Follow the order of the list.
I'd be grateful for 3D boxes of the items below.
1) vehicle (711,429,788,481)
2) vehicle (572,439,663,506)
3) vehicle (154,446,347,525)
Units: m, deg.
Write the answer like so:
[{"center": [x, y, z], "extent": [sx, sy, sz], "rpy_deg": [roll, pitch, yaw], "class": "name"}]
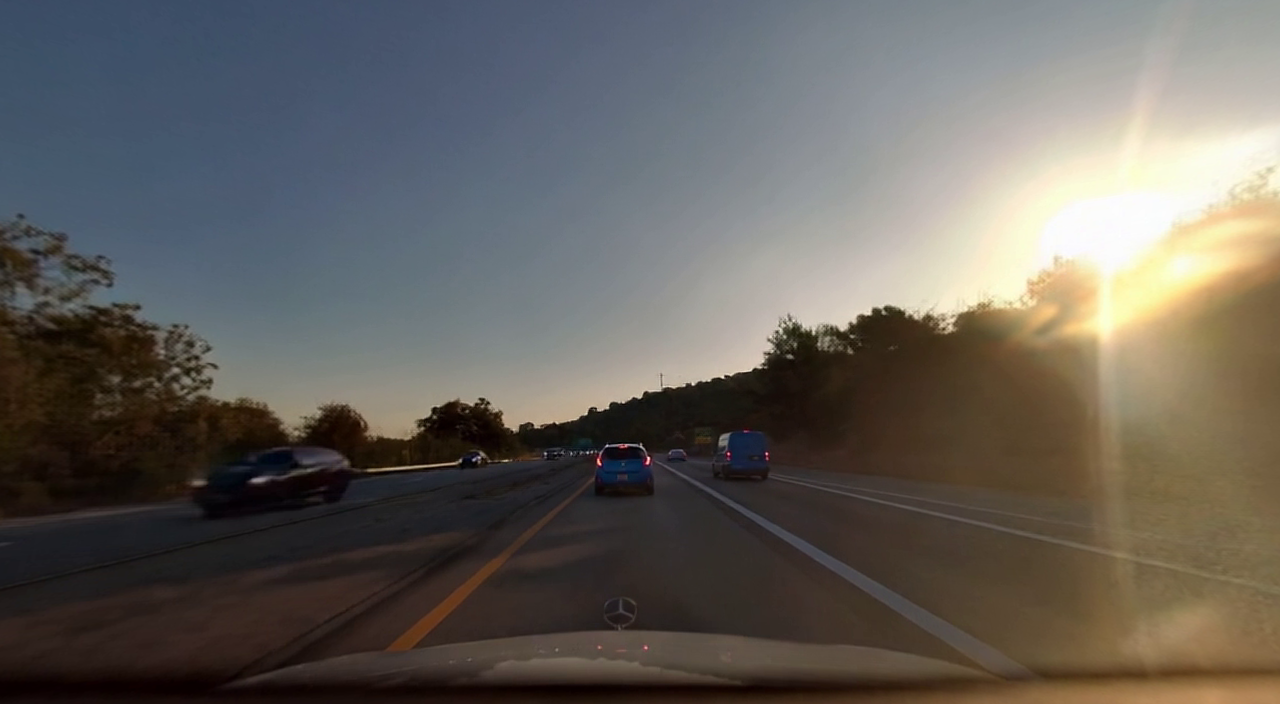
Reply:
[{"center": [4.413, 4.280, 26.168], "extent": [2.261, 1.952, 4.784], "rpy_deg": [0, -9, -1], "class": "vehicle"}, {"center": [-0.516, 3.011, 16.030], "extent": [2.029, 1.483, 3.769], "rpy_deg": [0, -9, 0], "class": "vehicle"}, {"center": [-8.798, 3.004, 14.685], "extent": [1.851, 1.542, 4.150], "rpy_deg": [0, -9, 0], "class": "vehicle"}]
